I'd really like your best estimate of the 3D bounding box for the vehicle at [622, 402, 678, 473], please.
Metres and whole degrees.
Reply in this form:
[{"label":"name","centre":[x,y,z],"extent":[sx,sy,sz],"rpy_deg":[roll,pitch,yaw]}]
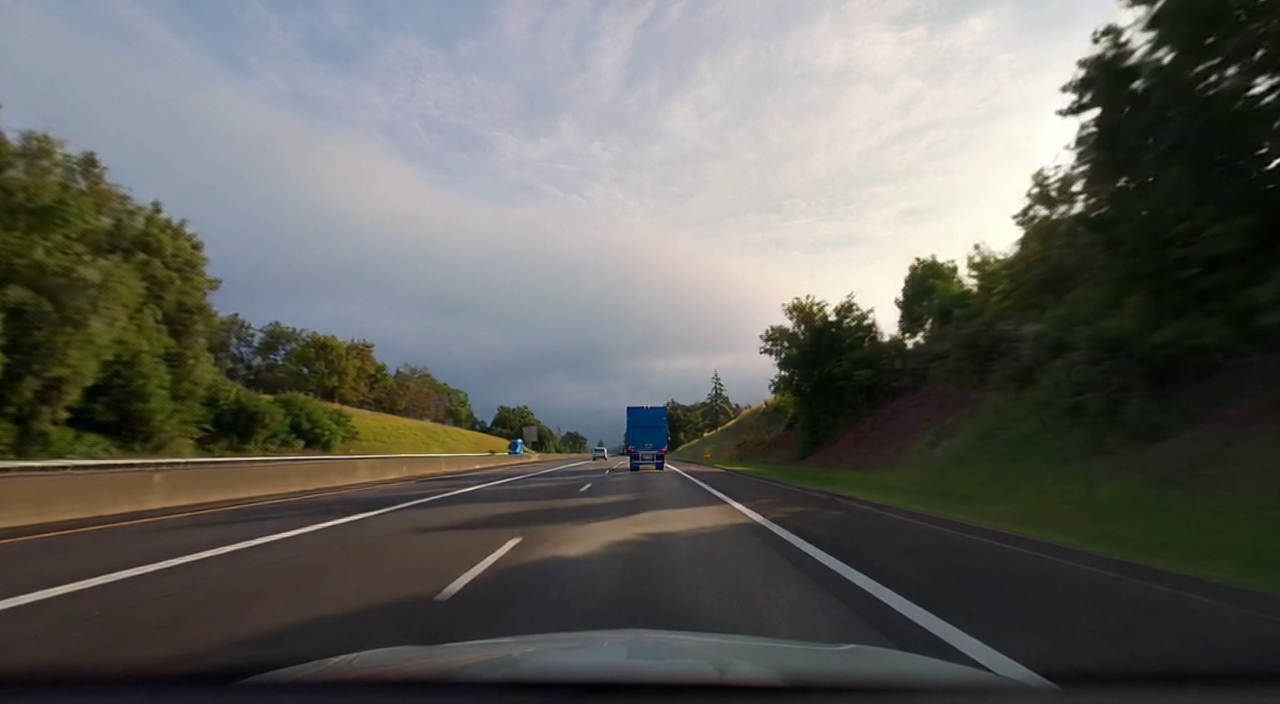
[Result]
[{"label":"vehicle","centre":[0.410,5.694,41.149],"extent":[3.055,4.009,10.972],"rpy_deg":[0,-9,-2]}]
